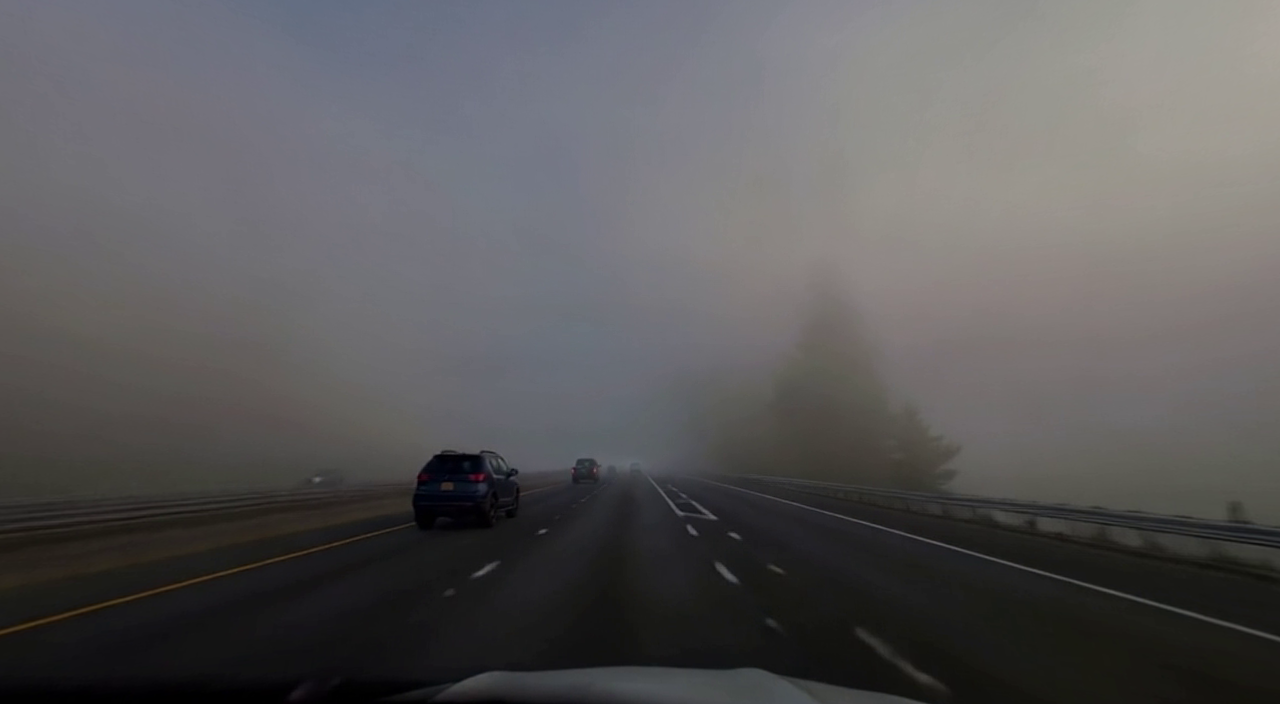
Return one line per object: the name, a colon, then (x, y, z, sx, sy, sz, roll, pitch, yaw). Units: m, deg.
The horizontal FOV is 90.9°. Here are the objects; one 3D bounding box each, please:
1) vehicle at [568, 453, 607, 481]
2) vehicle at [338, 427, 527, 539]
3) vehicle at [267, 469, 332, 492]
vehicle: (-3.777, 8.416, 46.078, 2.390, 1.879, 4.423, 1, -10, 0)
vehicle: (-3.977, 2.676, 13.230, 2.272, 1.873, 4.832, 1, -10, 0)
vehicle: (-23.339, 8.798, 43.404, 1.848, 1.482, 4.631, 0, -10, 1)
